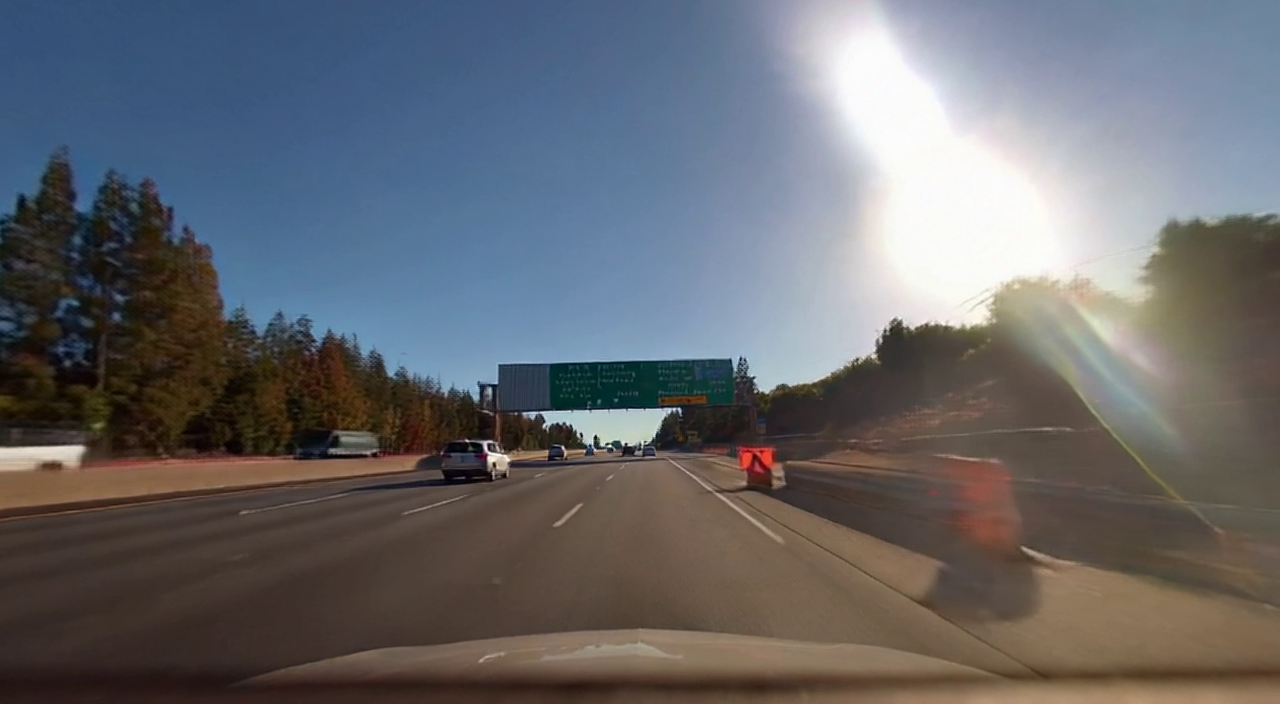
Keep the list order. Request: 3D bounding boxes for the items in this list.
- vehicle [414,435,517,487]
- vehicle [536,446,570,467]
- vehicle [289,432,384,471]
[{"bbox_3d":[-6.281,3.990,23.338,2.402,1.733,4.512,0,-9,2],"label":"vehicle"},{"bbox_3d":[-6.562,7.900,47.961,1.895,1.506,4.245,0,-9,1],"label":"vehicle"},{"bbox_3d":[-18.437,6.097,38.765,2.592,2.186,6.335,0,-9,1],"label":"vehicle"}]
